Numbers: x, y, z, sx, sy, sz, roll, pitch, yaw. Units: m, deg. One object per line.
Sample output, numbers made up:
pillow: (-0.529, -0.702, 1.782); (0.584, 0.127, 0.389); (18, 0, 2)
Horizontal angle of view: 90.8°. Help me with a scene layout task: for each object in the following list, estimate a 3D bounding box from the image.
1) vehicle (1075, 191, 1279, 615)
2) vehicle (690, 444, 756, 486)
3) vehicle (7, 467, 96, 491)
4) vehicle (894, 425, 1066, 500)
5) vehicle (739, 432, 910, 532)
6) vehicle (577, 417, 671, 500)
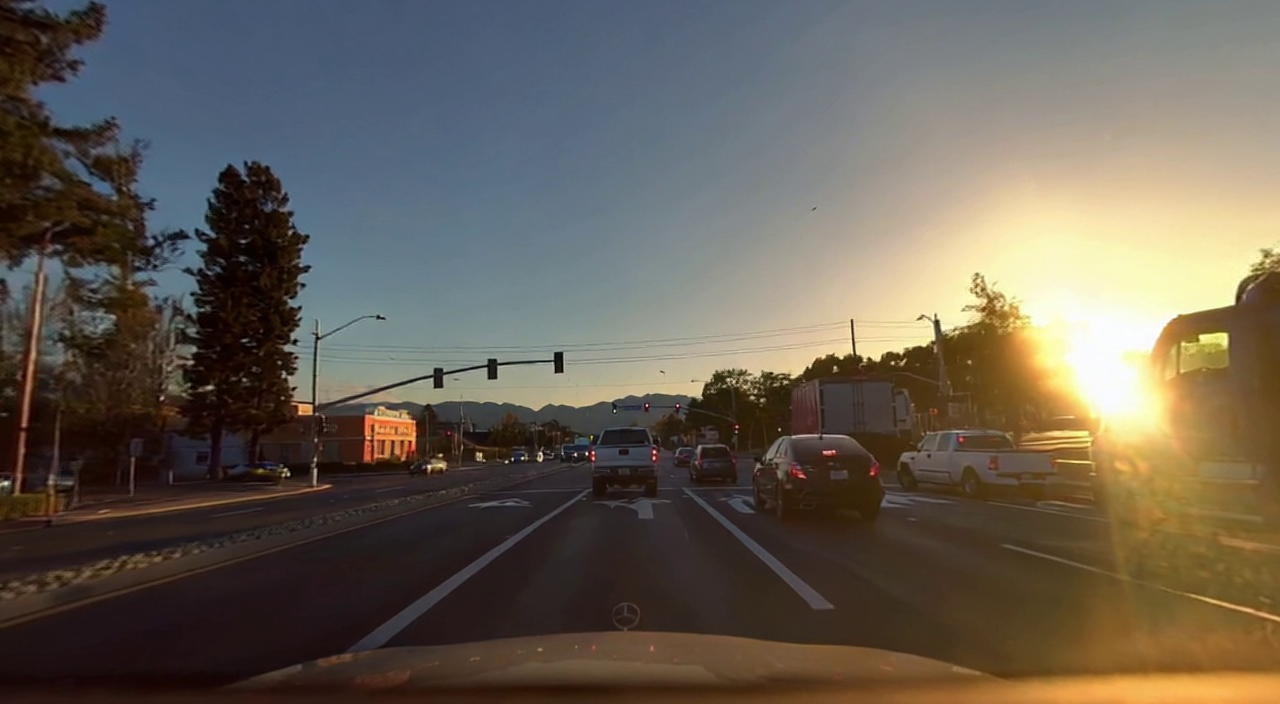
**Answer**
vehicle: (6.473, 0.165, 3.443); (2.802, 3.322, 7.429); (0, -9, 0)
vehicle: (3.151, 4.420, 25.006); (1.922, 1.483, 4.436); (0, -9, -1)
vehicle: (-38.172, 8.221, 41.011); (4.150, 1.474, 1.826); (-2, -9, 7)
vehicle: (10.229, 3.395, 19.759); (2.163, 1.973, 5.692); (0, -9, -1)
vehicle: (3.363, 2.472, 12.713); (1.905, 1.587, 4.998); (0, -9, 0)
vehicle: (-0.461, 3.236, 19.460); (2.499, 2.183, 5.111); (0, -9, -1)
